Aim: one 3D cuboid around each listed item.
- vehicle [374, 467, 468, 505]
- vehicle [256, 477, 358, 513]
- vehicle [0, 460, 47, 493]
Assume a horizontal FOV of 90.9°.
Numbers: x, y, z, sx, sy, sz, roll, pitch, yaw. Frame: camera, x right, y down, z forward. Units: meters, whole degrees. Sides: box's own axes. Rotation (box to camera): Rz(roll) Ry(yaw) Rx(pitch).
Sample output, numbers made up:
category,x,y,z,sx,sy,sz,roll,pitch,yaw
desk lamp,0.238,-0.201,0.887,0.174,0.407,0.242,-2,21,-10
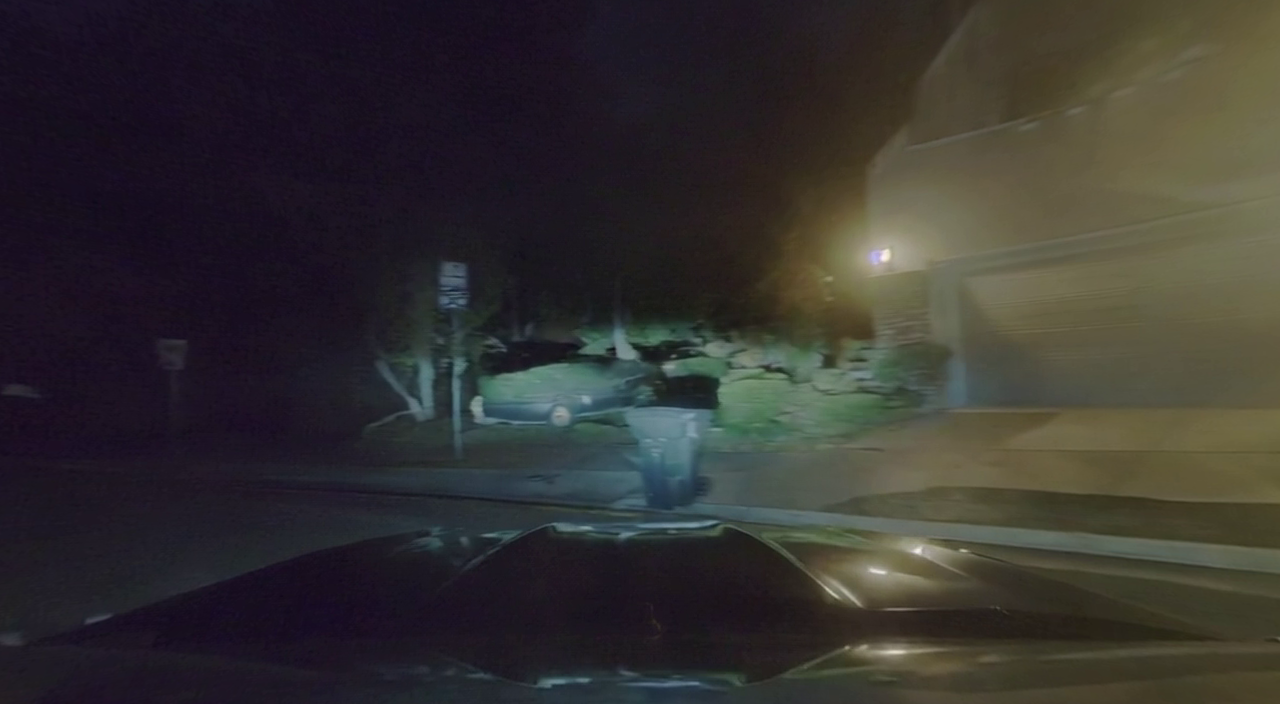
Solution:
category,x,y,z,sx,sy,sz,roll,pitch,yaw
vehicle,-11.879,7.363,34.506,2.019,1.697,4.310,-2,-13,34
vehicle,-16.529,7.059,31.388,4.315,1.435,1.804,5,-9,-30
vehicle,-37.799,7.433,37.870,4.363,1.763,2.190,-6,-10,36
